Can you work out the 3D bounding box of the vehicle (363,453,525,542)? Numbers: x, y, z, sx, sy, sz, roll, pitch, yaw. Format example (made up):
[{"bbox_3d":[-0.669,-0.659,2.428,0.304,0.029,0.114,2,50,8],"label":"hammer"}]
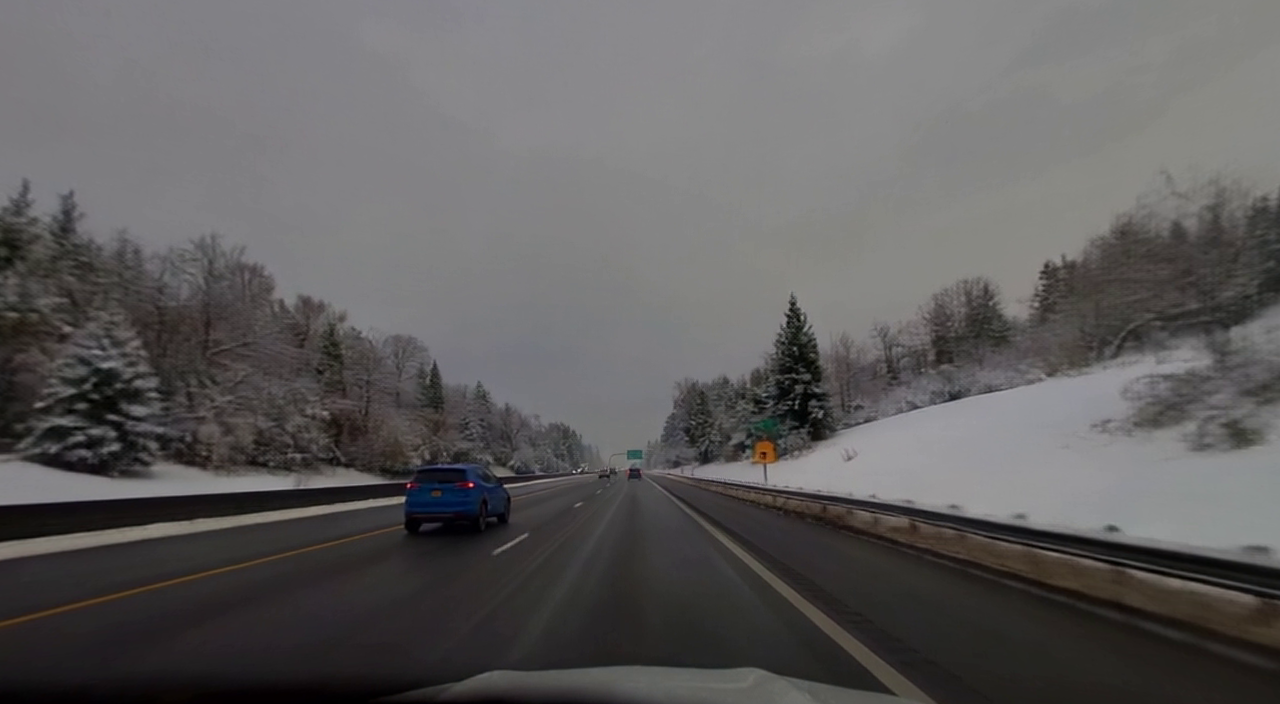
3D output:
[{"bbox_3d":[-3.836,2.953,13.216,2.017,1.516,4.041,1,-11,1],"label":"vehicle"}]
